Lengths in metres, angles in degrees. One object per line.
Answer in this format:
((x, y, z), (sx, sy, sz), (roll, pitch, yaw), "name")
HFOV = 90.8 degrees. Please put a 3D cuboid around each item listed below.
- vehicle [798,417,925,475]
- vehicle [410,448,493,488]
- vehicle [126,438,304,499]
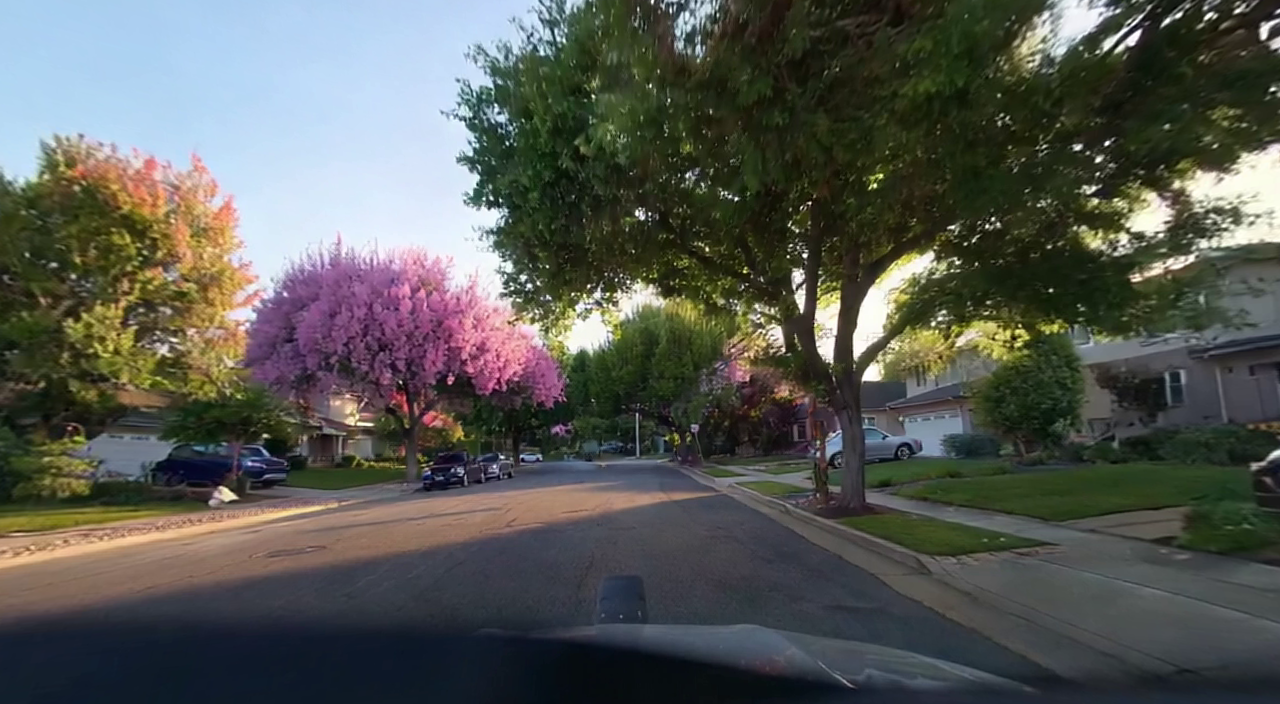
((8.486, 3.649, 24.493), (4.025, 1.738, 1.920), (-6, -9, -1), "vehicle")
((-7.741, 4.806, 26.467), (2.034, 1.493, 4.524), (0, -9, 1), "vehicle")
((-14.383, 3.956, 21.616), (4.538, 1.687, 1.955), (4, -9, -1), "vehicle")
